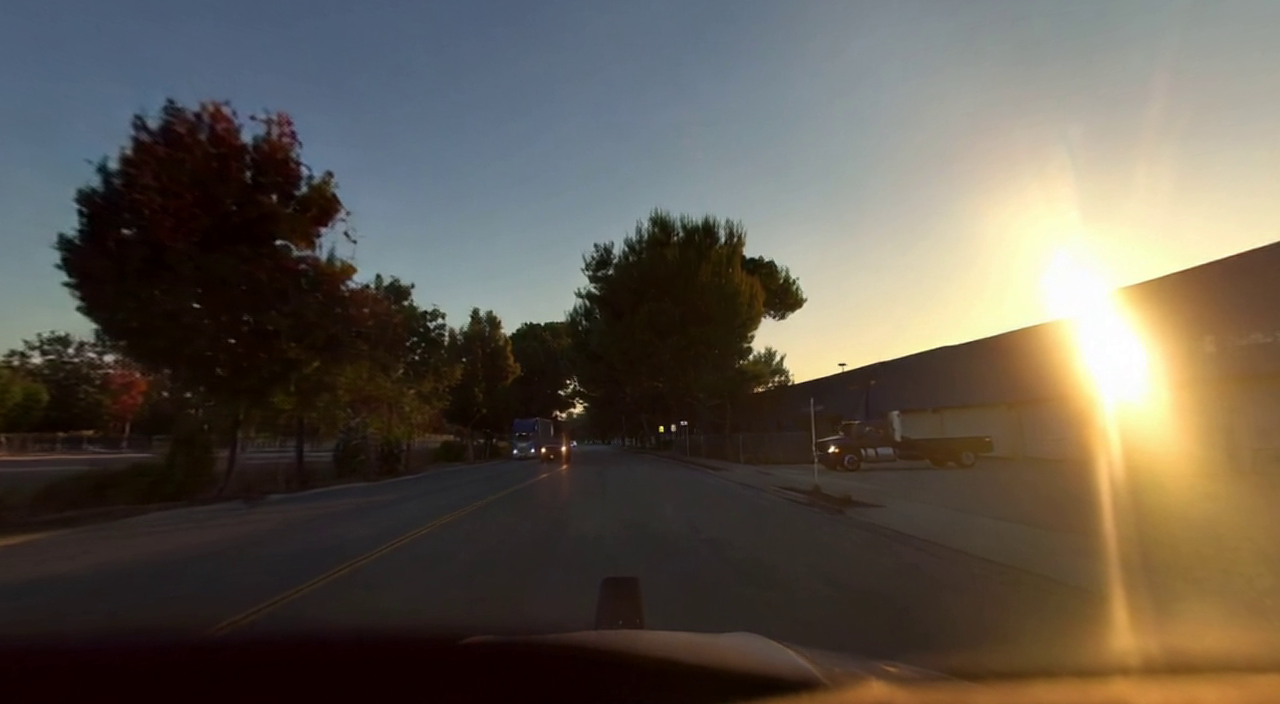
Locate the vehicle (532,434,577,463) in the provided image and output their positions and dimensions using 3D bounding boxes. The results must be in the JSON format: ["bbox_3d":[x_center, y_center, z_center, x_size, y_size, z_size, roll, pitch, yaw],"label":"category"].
[{"bbox_3d":[-6.614,7.587,49.744,2.770,2.135,6.329,0,-8,-1],"label":"vehicle"}]

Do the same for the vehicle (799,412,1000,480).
[{"bbox_3d":[10.612,3.891,26.297,7.188,2.416,2.528,-1,-8,-4],"label":"vehicle"}]
